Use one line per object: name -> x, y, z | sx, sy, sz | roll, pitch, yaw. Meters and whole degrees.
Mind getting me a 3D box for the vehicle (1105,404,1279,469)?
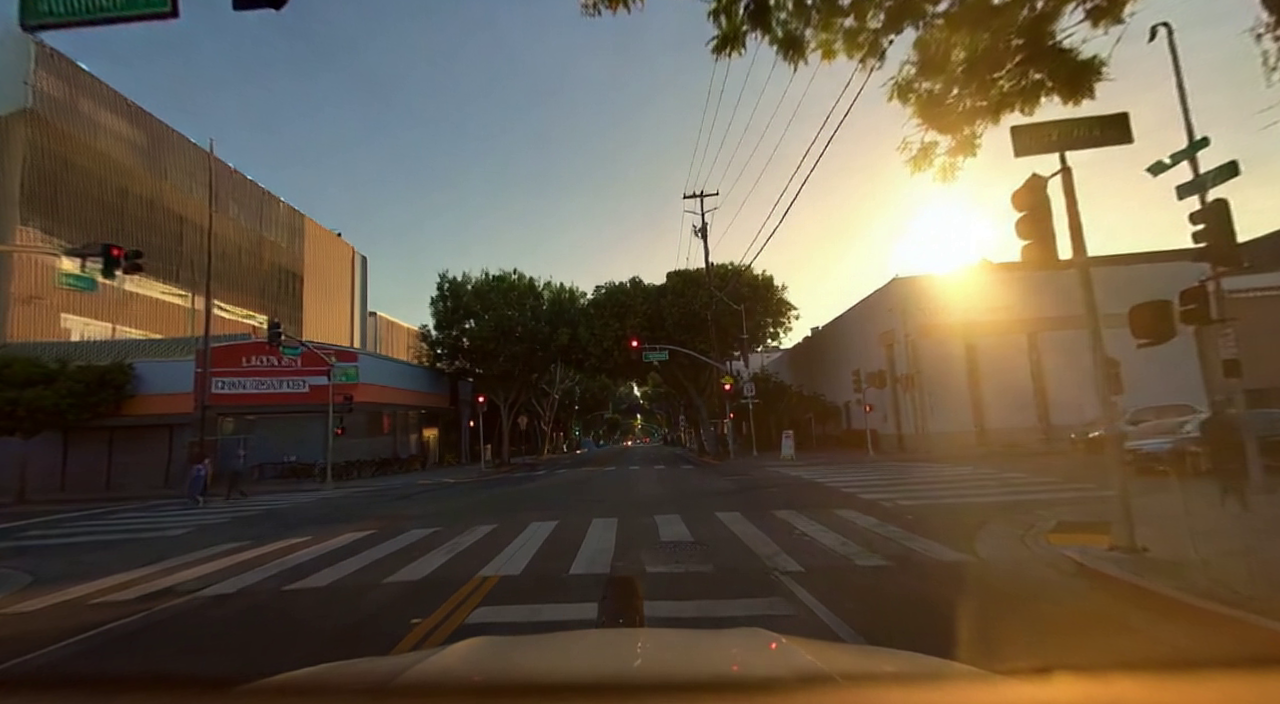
vehicle -> 14.477, 2.077, 15.490 | 4.632, 1.484, 1.907 | 0, -8, -2
